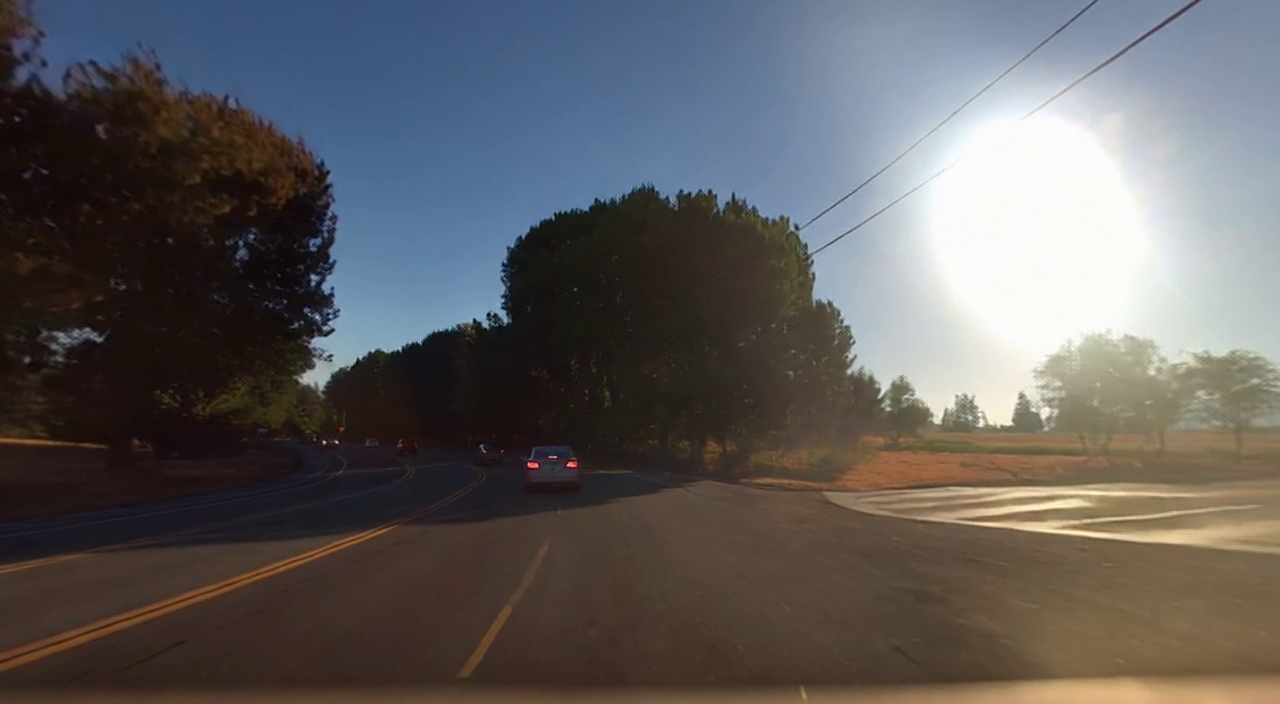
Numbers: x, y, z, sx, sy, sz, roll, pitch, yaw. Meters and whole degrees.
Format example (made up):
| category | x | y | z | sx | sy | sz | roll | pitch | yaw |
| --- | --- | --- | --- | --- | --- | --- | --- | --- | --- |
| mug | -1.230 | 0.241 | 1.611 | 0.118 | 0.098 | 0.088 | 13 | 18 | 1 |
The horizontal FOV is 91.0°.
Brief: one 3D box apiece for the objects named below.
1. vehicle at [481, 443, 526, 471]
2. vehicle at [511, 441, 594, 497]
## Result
| category | x | y | z | sx | sy | sz | roll | pitch | yaw |
| --- | --- | --- | --- | --- | --- | --- | --- | --- | --- |
| vehicle | -8.157 | 6.185 | 37.309 | 2.080 | 1.530 | 3.719 | 2 | -9 | -20 |
| vehicle | -2.807 | 3.579 | 19.641 | 2.296 | 1.510 | 4.068 | 1 | -9 | -11 |
